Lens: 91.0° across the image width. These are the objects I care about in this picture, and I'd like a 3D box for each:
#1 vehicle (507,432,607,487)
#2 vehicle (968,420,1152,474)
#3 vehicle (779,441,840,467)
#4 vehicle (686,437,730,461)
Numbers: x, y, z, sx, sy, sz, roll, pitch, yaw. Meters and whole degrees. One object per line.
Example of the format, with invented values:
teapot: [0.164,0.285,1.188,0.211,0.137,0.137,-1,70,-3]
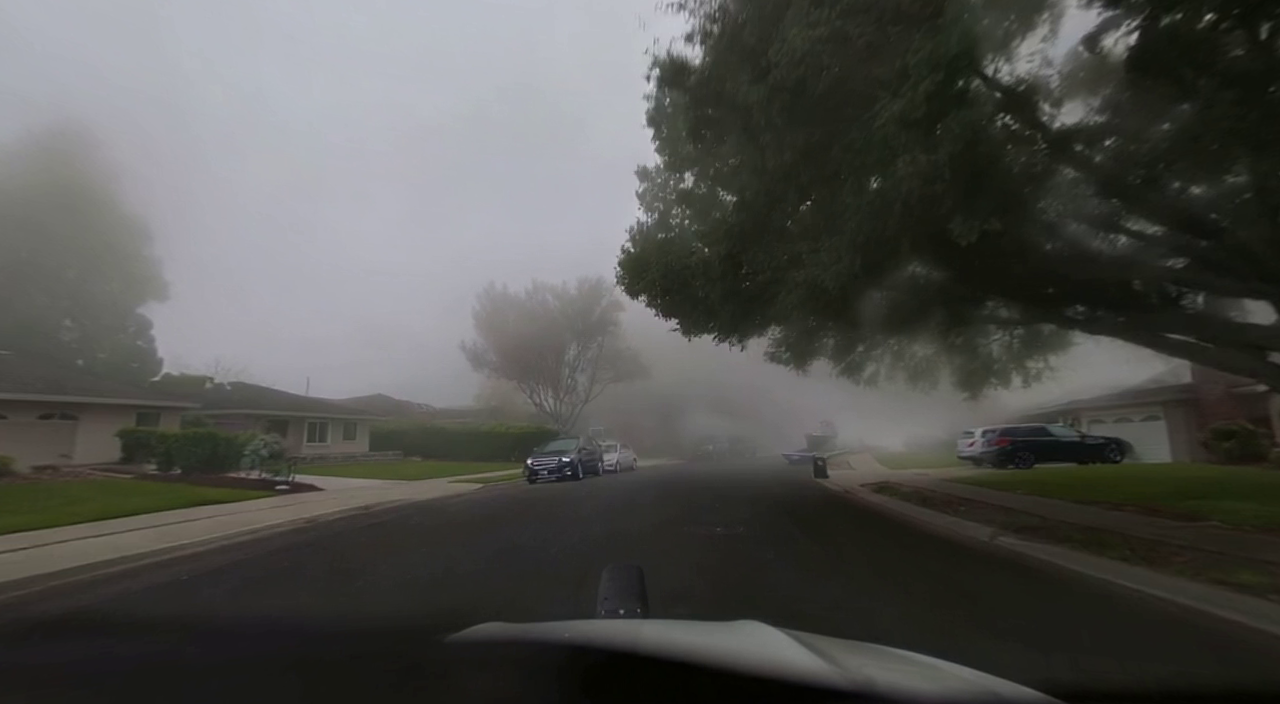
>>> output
vehicle: [-2.992,3.995,24.087,2.274,1.784,5.090,-1,-6,11]
vehicle: [14.505,3.320,22.053,4.789,1.771,2.092,-1,-9,9]
vehicle: [11.134,6.578,40.963,2.804,1.336,6.700,-3,-7,24]
vehicle: [5.310,7.492,48.657,2.052,1.745,4.737,-4,-9,23]
